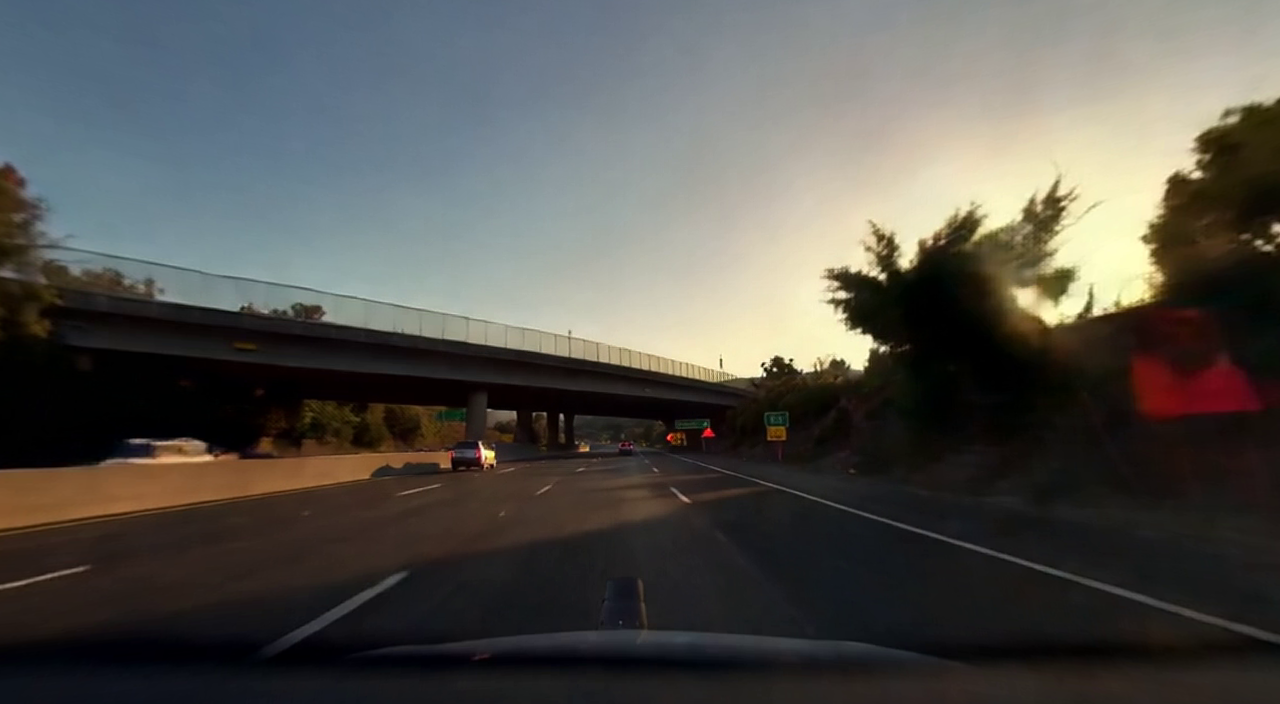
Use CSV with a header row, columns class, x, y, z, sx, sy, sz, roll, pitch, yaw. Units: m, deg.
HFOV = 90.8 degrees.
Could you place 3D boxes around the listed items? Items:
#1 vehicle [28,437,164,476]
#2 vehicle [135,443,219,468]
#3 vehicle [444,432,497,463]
class,x,y,z,sx,sy,sz,roll,pitch,yaw
vehicle,-22.672,4.361,26.562,1.829,1.513,4.359,0,-8,0
vehicle,-29.685,6.618,40.695,2.006,1.502,4.605,0,-8,-1
vehicle,-11.592,6.581,43.579,2.270,1.936,5.190,0,-8,0
